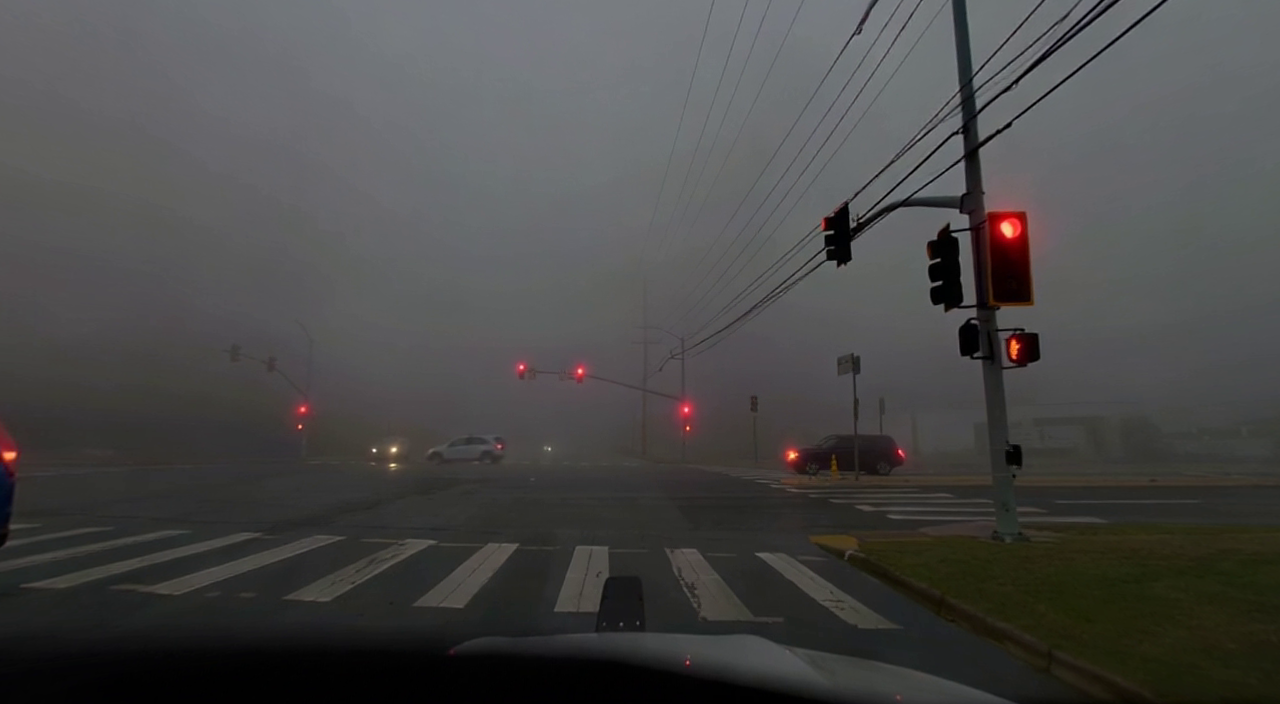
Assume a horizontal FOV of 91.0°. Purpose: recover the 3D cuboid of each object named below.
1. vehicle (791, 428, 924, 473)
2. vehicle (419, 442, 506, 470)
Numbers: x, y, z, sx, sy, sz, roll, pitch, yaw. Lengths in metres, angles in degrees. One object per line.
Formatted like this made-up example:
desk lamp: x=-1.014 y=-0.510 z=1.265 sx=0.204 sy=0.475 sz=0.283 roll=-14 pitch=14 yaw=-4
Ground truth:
vehicle: x=8.719 y=4.025 z=25.718 sx=4.884 sy=1.714 sz=2.021 roll=-2 pitch=-9 yaw=12
vehicle: x=-10.459 y=6.138 z=37.161 sx=4.529 sy=1.566 sz=1.842 roll=-1 pitch=-9 yaw=11
